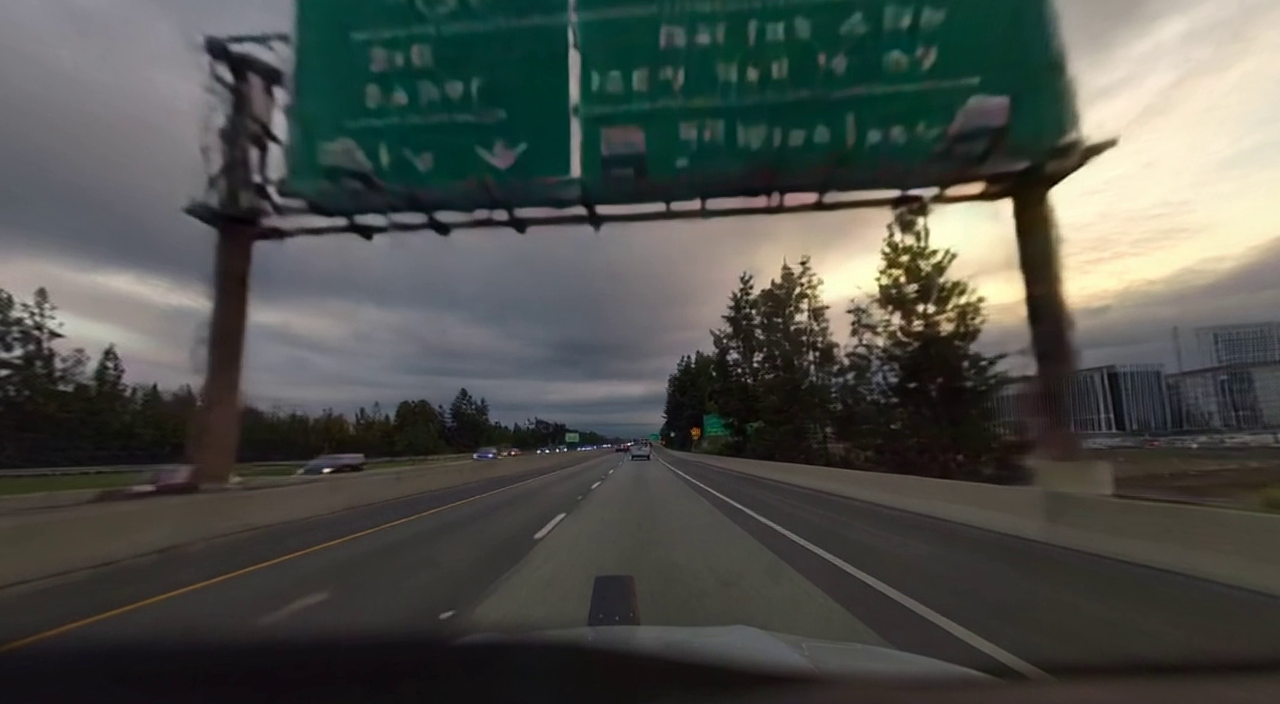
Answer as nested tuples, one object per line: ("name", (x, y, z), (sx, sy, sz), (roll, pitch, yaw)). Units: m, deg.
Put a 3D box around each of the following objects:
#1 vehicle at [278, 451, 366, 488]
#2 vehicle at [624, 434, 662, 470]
("vehicle", (-16.077, 5.929, 32.018), (2.003, 1.679, 4.579), (-1, -9, 1))
("vehicle", (0.213, 6.507, 40.819), (2.268, 2.122, 4.595), (-1, -9, 1))
